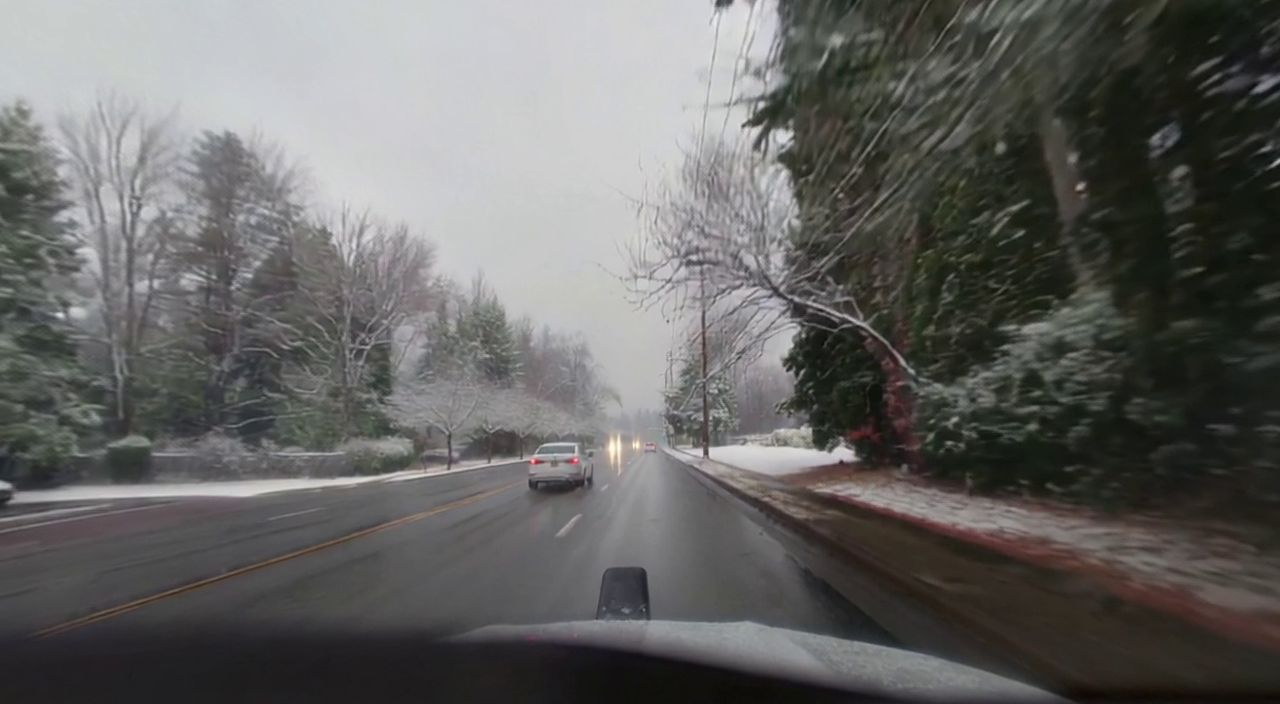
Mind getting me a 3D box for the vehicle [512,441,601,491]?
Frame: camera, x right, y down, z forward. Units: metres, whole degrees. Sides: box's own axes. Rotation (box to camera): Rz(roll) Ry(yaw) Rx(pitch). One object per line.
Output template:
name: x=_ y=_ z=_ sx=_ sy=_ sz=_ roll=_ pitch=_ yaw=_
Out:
vehicle: x=-2.584 y=3.674 z=20.710 sx=2.153 sy=1.461 sz=4.374 roll=-1 pitch=-8 yaw=2
